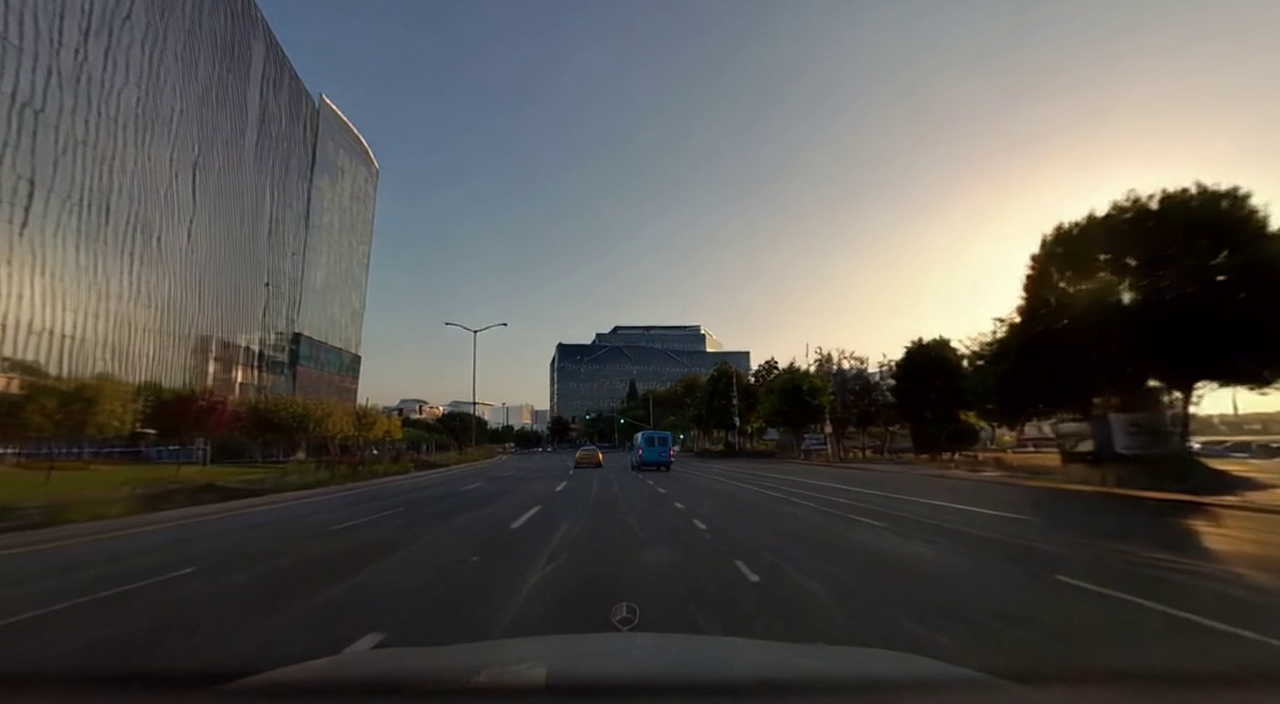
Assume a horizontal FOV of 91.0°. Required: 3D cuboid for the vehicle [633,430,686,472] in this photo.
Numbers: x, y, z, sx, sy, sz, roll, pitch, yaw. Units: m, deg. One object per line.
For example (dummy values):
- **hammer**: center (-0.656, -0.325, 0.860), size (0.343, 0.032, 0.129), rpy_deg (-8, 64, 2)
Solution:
- **vehicle**: center (1.012, 5.723, 36.526), size (2.339, 2.244, 4.817), rpy_deg (1, -9, -7)
